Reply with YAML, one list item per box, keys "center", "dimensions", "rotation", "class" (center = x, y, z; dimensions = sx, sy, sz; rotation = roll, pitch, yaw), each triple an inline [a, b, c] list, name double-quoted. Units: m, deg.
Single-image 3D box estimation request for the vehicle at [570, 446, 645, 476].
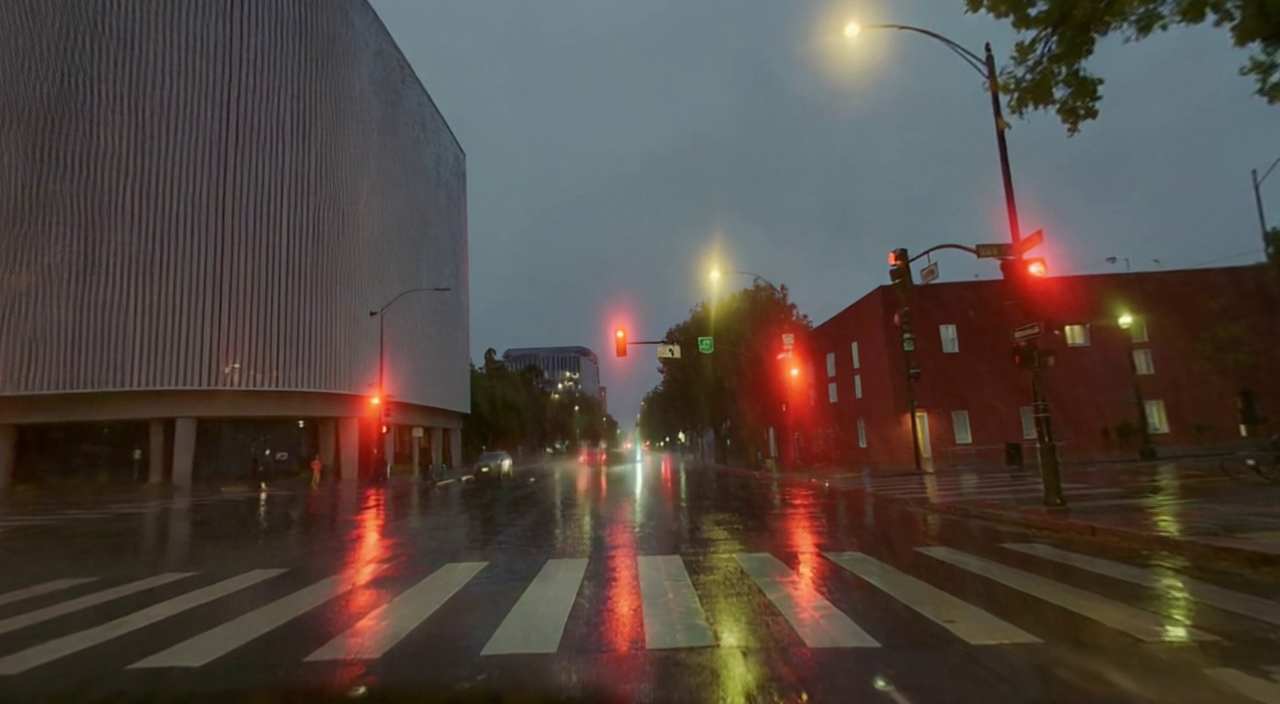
- center: [-1.642, 5.855, 34.269]
  dimensions: [2.088, 1.452, 4.833]
  rotation: [-4, -9, 24]
  class: "vehicle"
